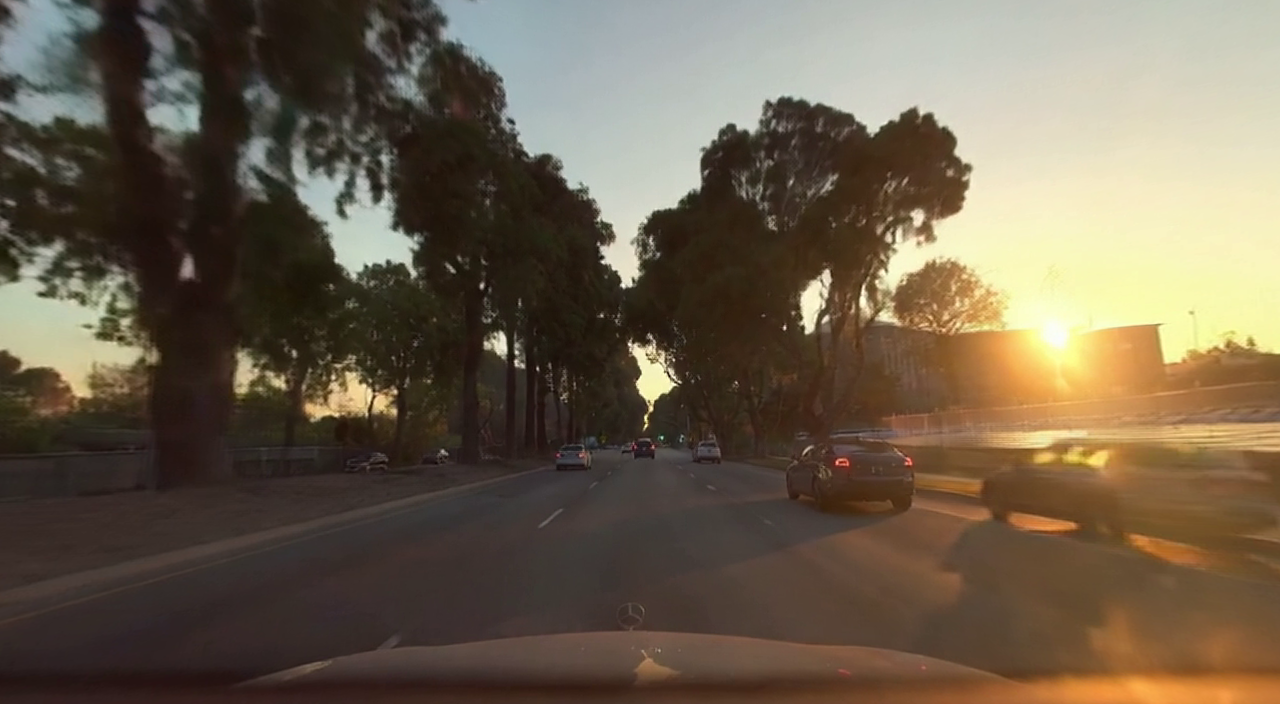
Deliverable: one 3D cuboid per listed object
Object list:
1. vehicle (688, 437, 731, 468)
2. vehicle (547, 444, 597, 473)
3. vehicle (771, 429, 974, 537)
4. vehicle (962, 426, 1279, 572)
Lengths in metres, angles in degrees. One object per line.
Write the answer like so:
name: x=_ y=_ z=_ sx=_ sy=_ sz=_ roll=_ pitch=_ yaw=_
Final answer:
vehicle: x=3.924 y=5.783 z=36.487 sx=1.980 sy=1.709 sz=4.367 roll=0 pitch=-8 yaw=0
vehicle: x=-3.299 y=5.227 z=31.199 sx=2.013 sy=1.354 sz=3.908 roll=0 pitch=-8 yaw=1
vehicle: x=3.716 y=2.150 z=11.019 sx=1.919 sy=1.502 sz=4.232 roll=0 pitch=-8 yaw=0
vehicle: x=6.830 y=1.878 z=8.959 sx=2.040 sy=1.509 sz=4.618 roll=0 pitch=-8 yaw=0
